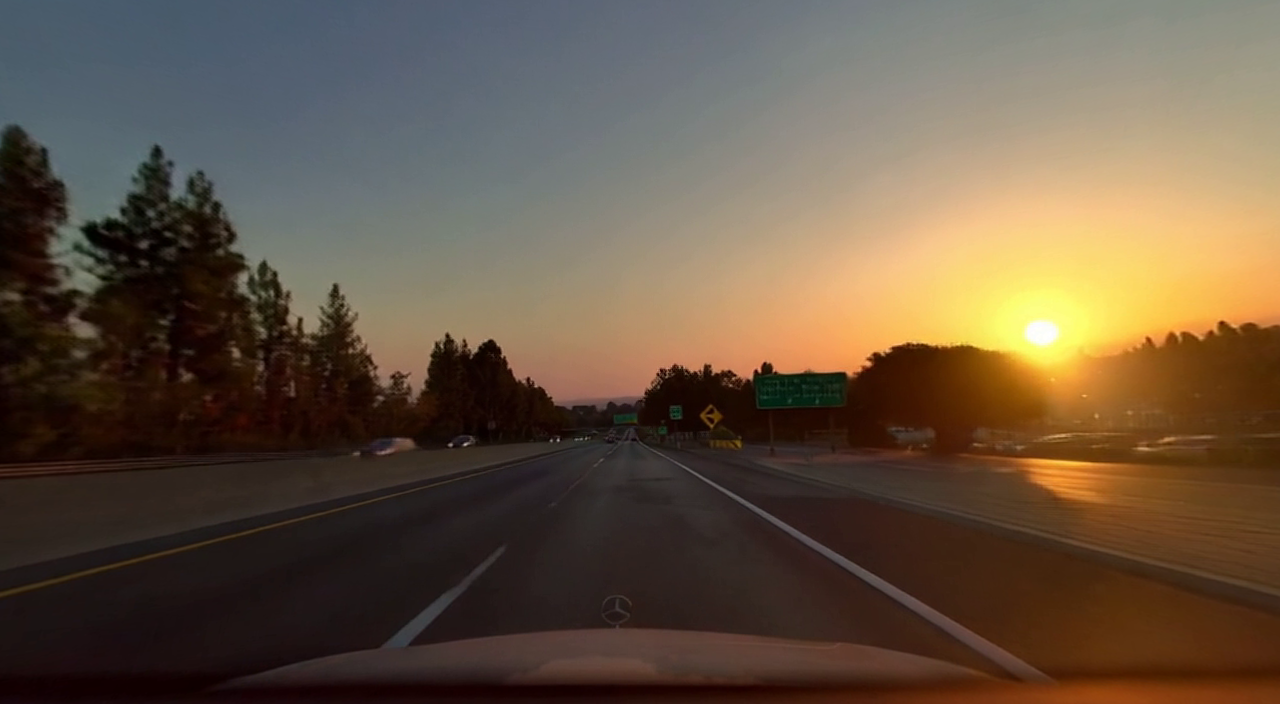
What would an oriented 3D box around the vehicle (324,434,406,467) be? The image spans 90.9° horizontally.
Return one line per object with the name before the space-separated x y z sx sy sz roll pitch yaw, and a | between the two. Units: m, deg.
vehicle | -13.127 4.696 30.434 1.917 1.457 4.632 0 -8 -1
